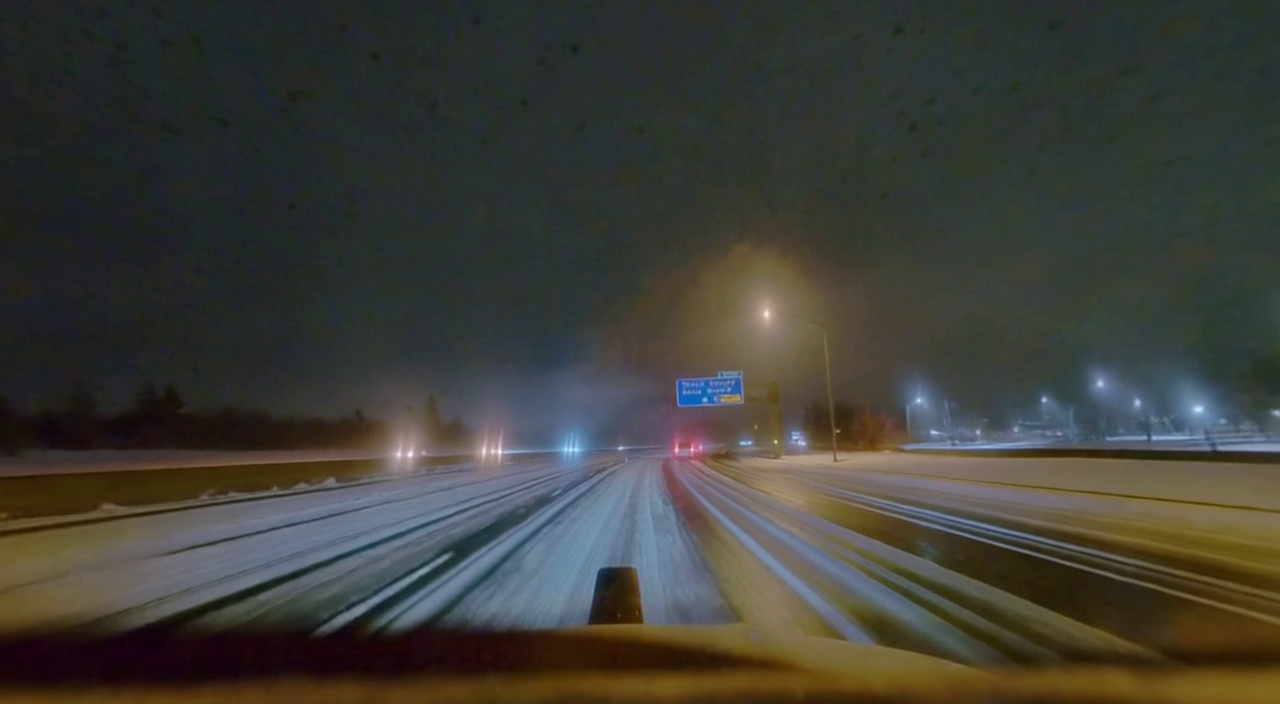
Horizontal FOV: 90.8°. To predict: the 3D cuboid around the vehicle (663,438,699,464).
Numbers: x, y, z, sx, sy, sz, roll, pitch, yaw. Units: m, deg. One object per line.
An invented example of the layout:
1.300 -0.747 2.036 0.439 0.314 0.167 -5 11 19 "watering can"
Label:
2.881 7.125 45.502 2.224 1.738 4.376 0 -8 -1 "vehicle"
